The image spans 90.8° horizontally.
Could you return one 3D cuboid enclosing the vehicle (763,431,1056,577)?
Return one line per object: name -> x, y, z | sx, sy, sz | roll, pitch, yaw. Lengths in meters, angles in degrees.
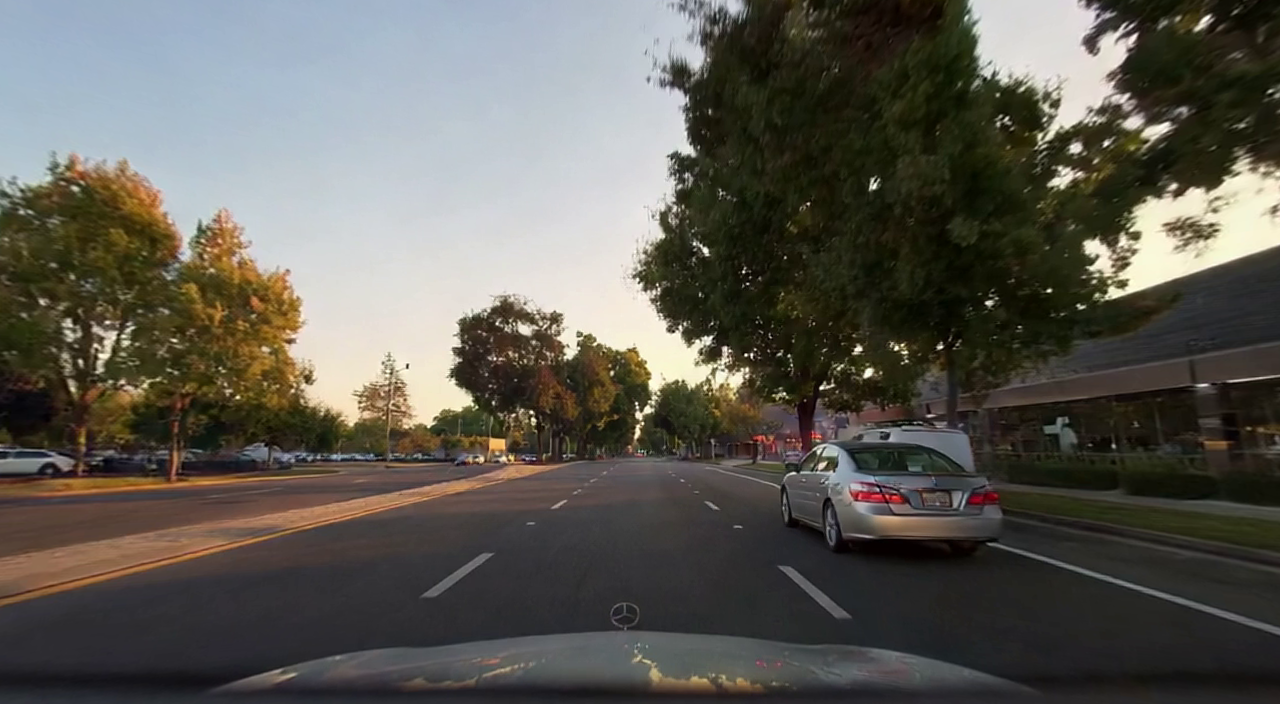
vehicle -> 3.238, 1.906, 8.841 | 2.004, 1.470, 4.544 | 0, -8, -1
